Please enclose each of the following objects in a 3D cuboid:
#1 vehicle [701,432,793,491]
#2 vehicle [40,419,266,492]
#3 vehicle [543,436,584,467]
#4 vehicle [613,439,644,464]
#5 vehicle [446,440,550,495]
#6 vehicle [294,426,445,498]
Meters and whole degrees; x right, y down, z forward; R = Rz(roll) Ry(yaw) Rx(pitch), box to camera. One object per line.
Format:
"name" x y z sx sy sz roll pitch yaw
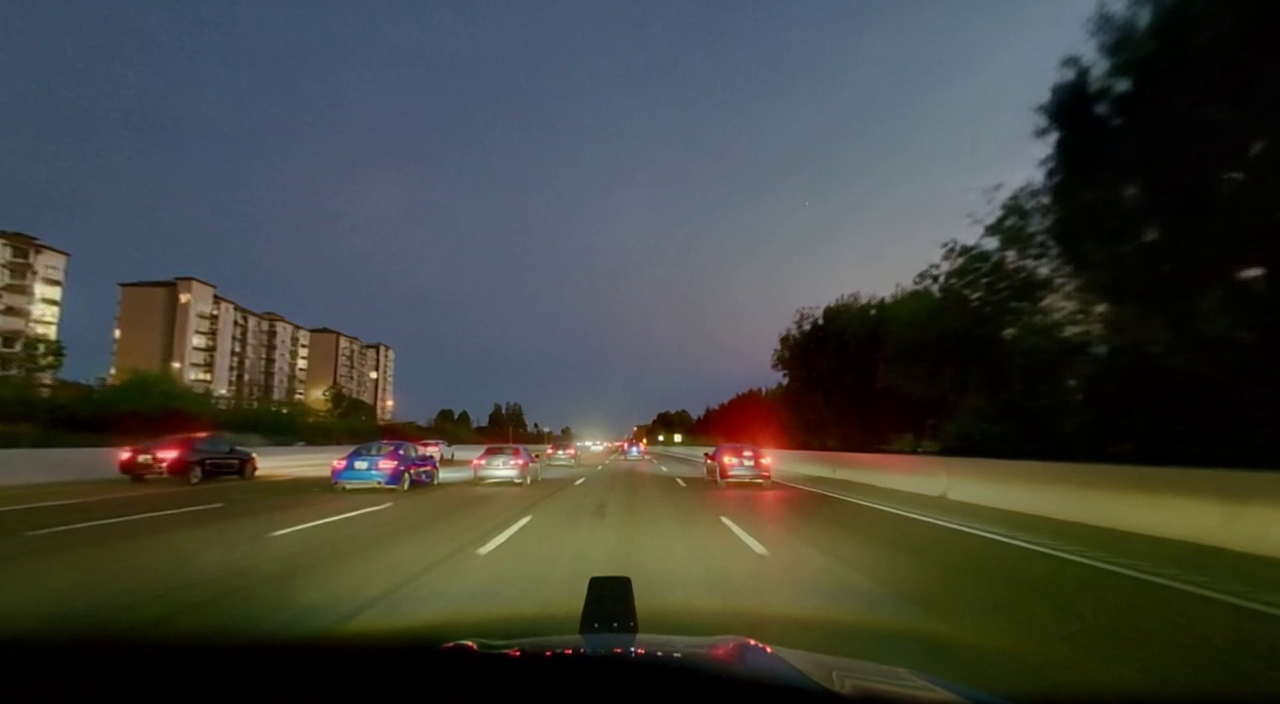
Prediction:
"vehicle" 3.282 3.453 20.319 2.061 1.658 4.417 0 -8 -2
"vehicle" -15.354 3.327 20.684 2.396 1.999 6.333 0 -8 0
"vehicle" -4.676 6.146 39.170 2.044 1.774 4.329 0 -8 0
"vehicle" -0.762 6.877 43.700 2.053 1.650 3.945 0 -8 -1
"vehicle" -4.096 3.401 19.061 2.124 1.426 4.444 0 -8 0
"vehicle" -7.525 3.101 18.292 2.086 1.776 5.080 0 -8 0
